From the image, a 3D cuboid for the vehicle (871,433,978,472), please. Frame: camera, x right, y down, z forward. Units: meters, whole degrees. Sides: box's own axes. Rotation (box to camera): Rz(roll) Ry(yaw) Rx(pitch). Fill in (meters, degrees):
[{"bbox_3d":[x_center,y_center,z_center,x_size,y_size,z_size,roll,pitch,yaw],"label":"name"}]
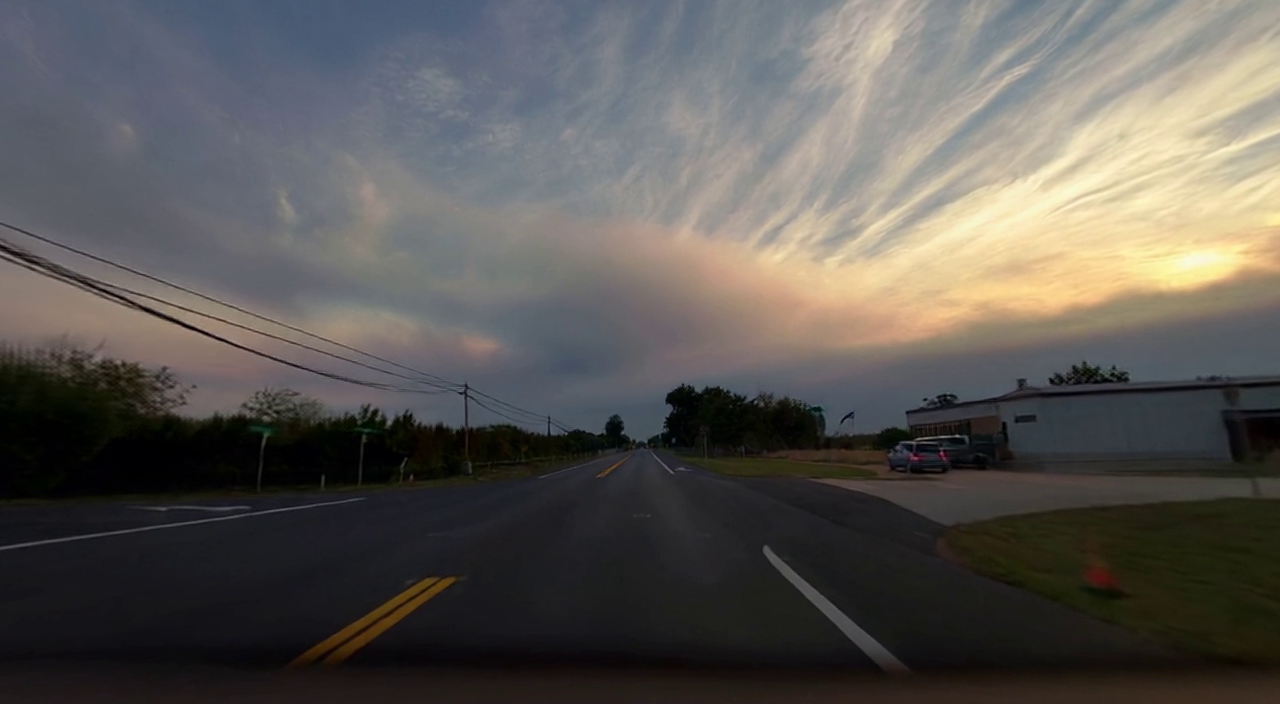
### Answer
[{"bbox_3d":[14.440,5.117,32.350,2.037,1.829,4.919,3,-9,-21],"label":"vehicle"}]
